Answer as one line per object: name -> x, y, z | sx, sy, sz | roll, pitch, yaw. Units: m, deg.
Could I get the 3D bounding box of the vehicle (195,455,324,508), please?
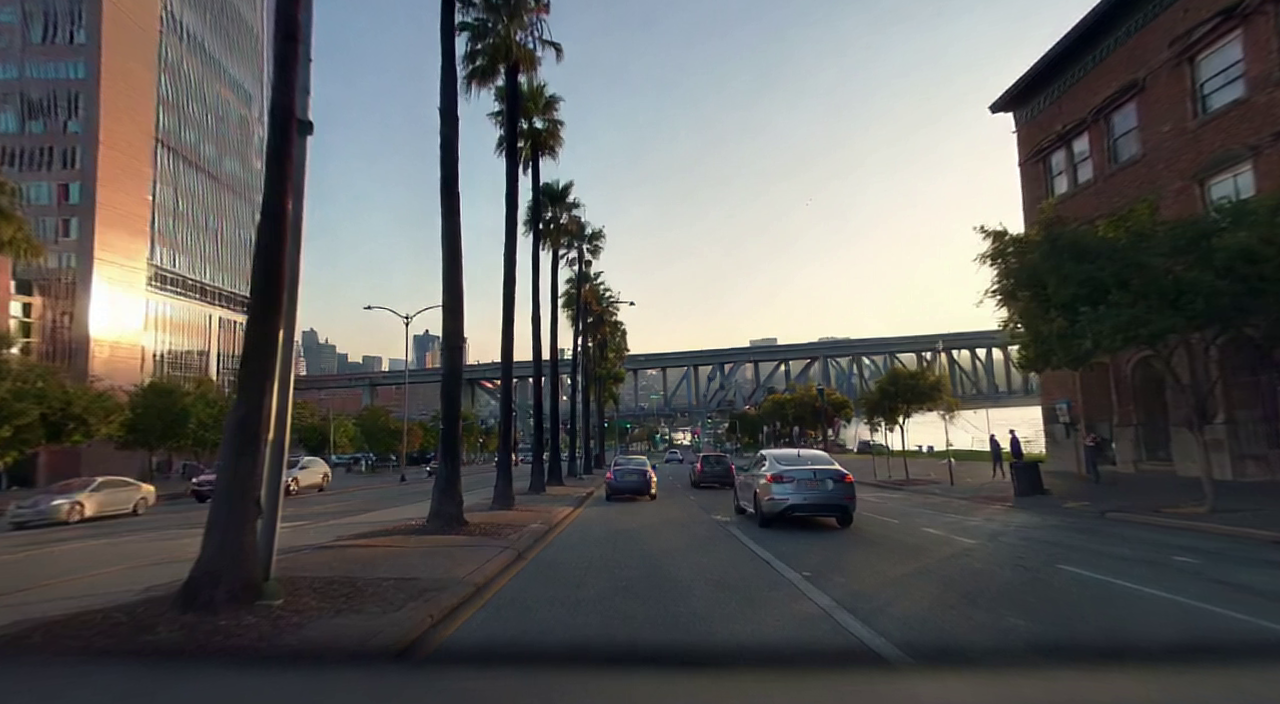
vehicle -> -14.674, 4.979, 24.706 | 2.104, 1.802, 4.852 | 0, -9, -1

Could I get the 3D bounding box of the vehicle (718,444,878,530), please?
vehicle -> 3.146, 2.788, 13.783 | 2.051, 1.509, 4.933 | 0, -9, -2

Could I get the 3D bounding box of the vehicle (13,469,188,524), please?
vehicle -> -17.877, 4.784, 21.227 | 1.910, 1.473, 4.499 | 0, -9, -1

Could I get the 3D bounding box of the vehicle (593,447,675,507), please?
vehicle -> -0.120, 3.460, 17.899 | 2.077, 1.518, 3.760 | 0, -9, 1

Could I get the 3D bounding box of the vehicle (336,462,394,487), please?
vehicle -> -18.420, 8.204, 42.365 | 1.873, 1.468, 4.485 | 0, -9, 0

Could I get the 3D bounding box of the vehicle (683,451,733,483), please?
vehicle -> 3.351, 5.734, 31.672 | 2.115, 1.500, 3.524 | 0, -9, 0
